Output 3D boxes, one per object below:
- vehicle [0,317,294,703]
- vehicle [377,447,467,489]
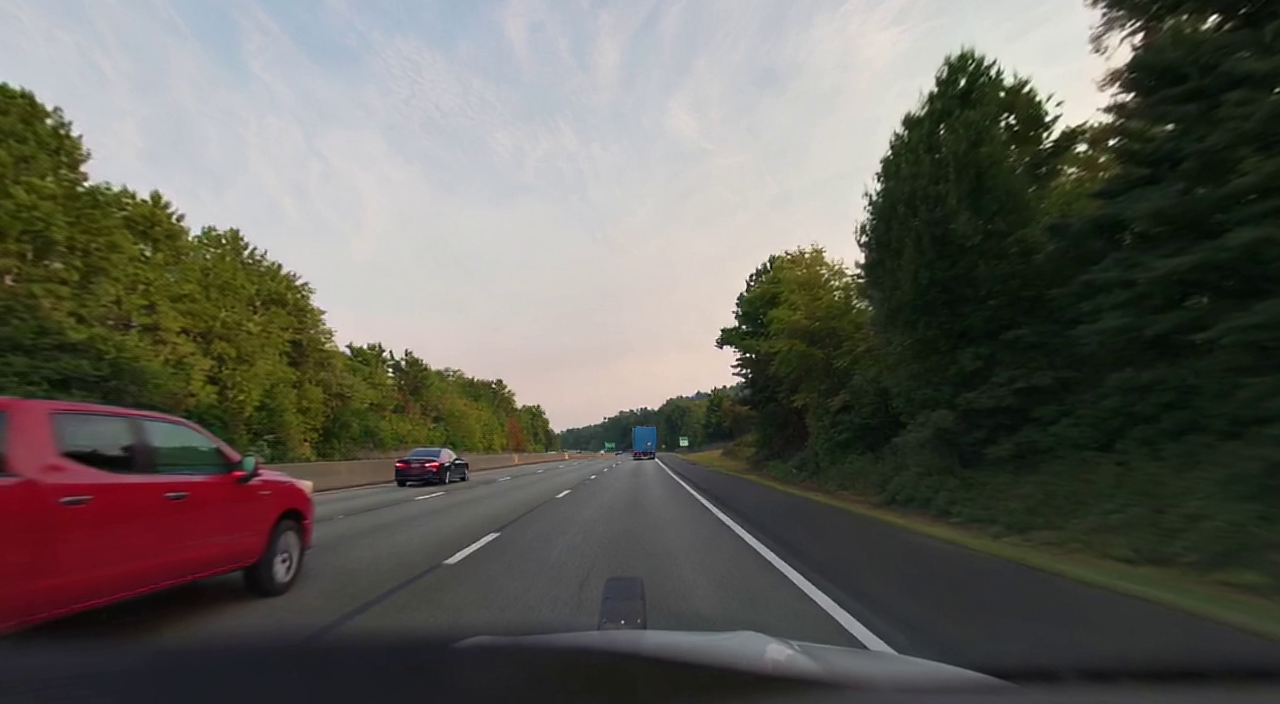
[{"bbox_3d":[-4.127,0.765,2.841,2.124,1.888,5.226,0,-9,0],"label":"vehicle"},{"bbox_3d":[-8.257,4.419,24.327,1.877,1.433,4.266,-1,-9,1],"label":"vehicle"}]
